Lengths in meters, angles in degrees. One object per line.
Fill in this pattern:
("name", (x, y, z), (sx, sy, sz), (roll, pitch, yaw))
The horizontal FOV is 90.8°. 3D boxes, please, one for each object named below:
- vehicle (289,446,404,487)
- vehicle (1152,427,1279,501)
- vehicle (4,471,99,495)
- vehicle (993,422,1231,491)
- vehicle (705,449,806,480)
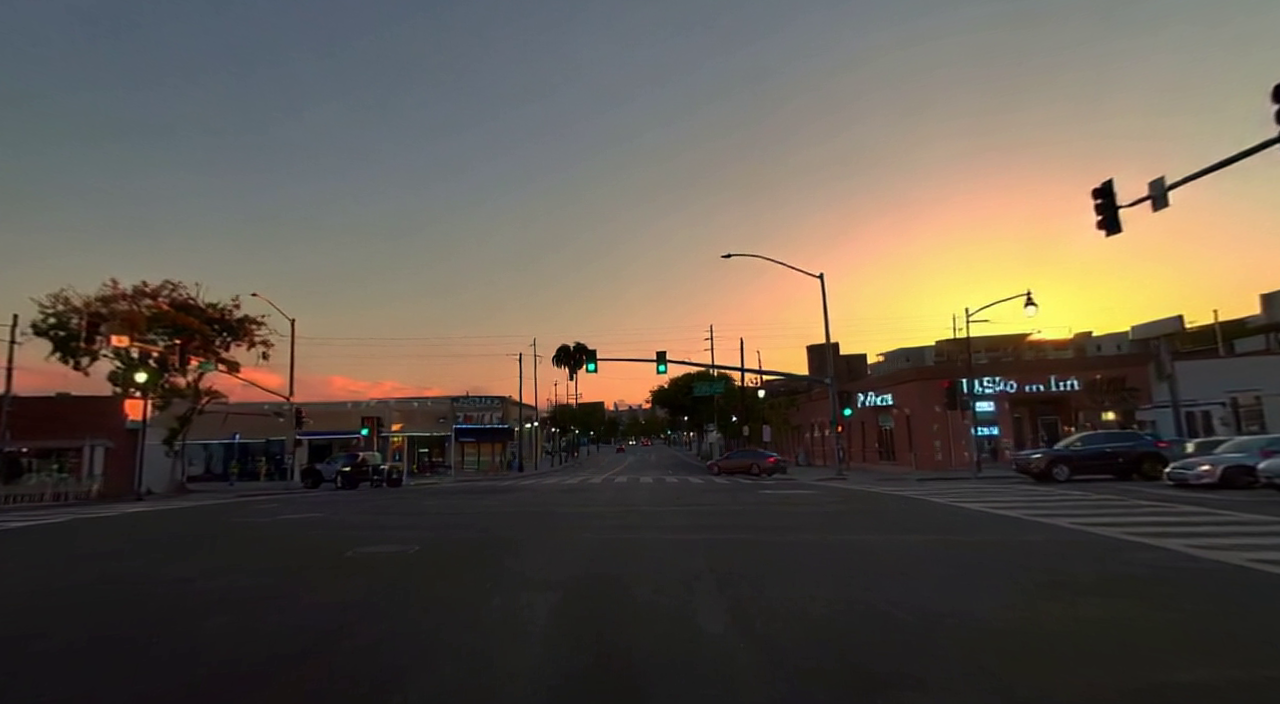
("vehicle", (-21.281, 8.314, 46.151), (6.991, 2.792, 2.607), (0, -8, -3))
("vehicle", (14.395, 2.370, 13.538), (4.835, 1.487, 1.913), (-3, -9, 20))
("vehicle", (-39.838, 8.853, 42.834), (4.464, 1.469, 1.908), (0, -8, 0))
("vehicle", (13.014, 2.928, 17.902), (4.916, 1.730, 1.986), (-4, -9, 22))
("vehicle", (5.891, 5.763, 32.709), (4.728, 1.468, 2.083), (-8, -12, 44))
